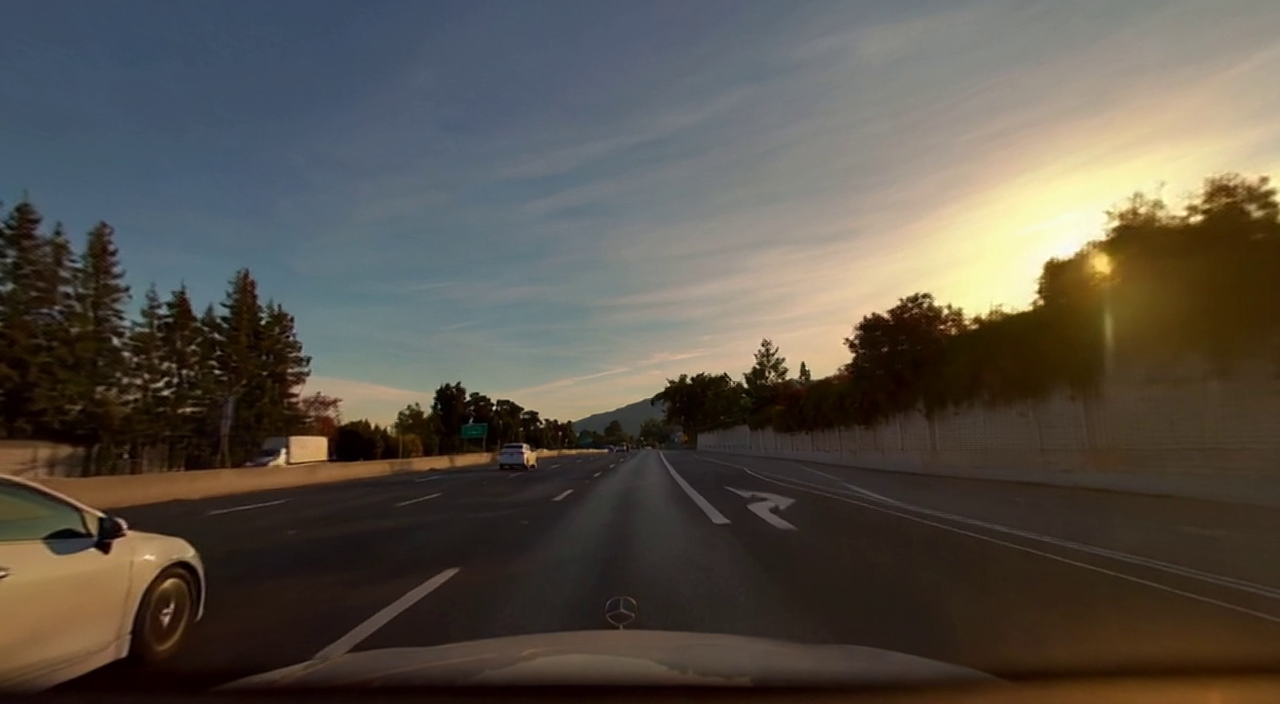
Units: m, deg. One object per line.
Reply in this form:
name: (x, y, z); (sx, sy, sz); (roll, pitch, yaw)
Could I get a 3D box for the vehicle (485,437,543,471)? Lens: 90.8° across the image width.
vehicle: (-6.855, 5.589, 34.869); (2.115, 1.711, 4.722); (0, -8, 2)

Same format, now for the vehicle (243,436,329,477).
vehicle: (-26.182, 7.704, 47.119); (2.284, 2.792, 6.858); (-1, -8, 2)
